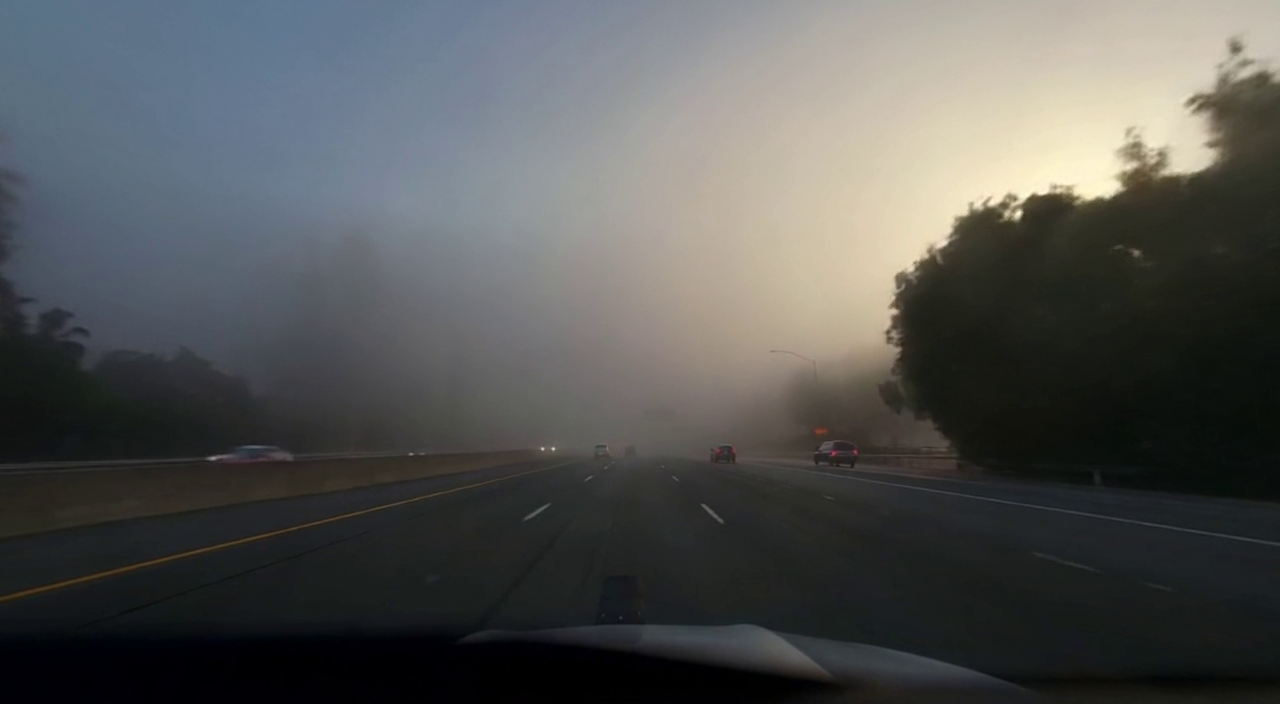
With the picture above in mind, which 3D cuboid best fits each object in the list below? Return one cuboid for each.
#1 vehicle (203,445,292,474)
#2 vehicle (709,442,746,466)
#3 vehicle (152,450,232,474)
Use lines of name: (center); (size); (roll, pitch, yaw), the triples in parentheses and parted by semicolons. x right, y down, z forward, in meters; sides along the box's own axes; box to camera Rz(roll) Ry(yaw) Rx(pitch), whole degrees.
vehicle: (-21.643, 5.933, 35.102); (1.878, 1.506, 4.695); (0, -9, 1)
vehicle: (6.401, 7.511, 46.669); (2.081, 1.705, 3.926); (0, -9, -1)
vehicle: (-28.838, 7.079, 40.844); (1.863, 1.423, 4.413); (0, -9, 1)
